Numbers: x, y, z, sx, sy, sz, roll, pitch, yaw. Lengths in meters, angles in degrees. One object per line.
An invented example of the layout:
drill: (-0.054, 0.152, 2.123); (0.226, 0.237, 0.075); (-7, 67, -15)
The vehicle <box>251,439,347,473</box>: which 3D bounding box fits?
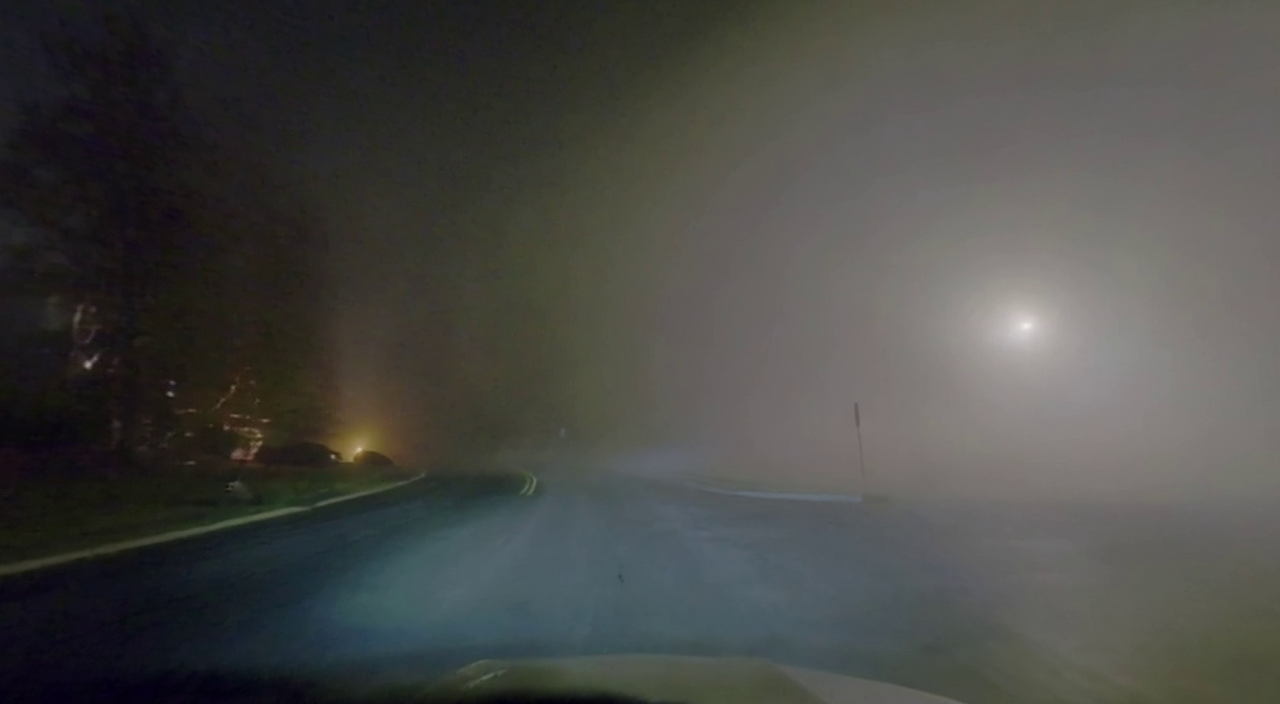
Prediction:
vehicle: (-19.982, 6.061, 36.966); (4.562, 1.857, 2.129); (-2, -9, 14)
